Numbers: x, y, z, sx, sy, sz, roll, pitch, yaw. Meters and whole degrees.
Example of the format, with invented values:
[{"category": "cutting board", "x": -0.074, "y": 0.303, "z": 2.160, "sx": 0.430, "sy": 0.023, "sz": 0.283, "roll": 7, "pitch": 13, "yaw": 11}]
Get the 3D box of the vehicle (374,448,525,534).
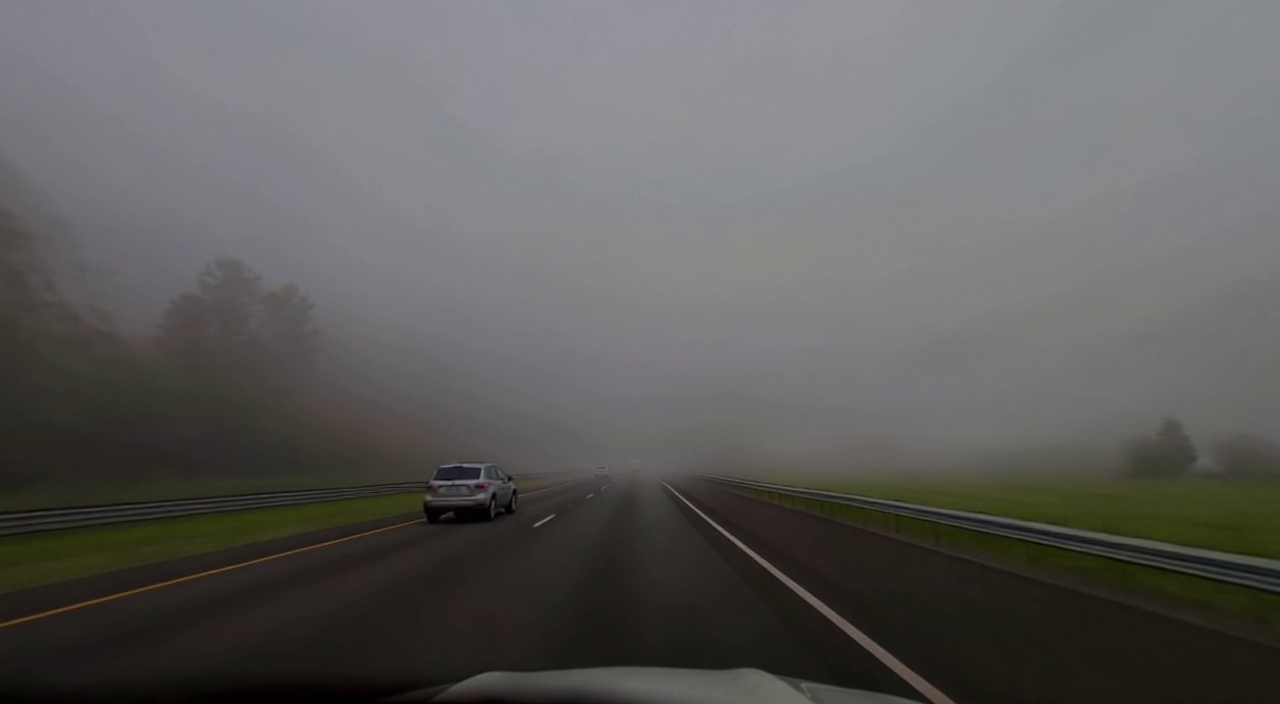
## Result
[{"category": "vehicle", "x": -4.087, "y": 3.095, "z": 14.501, "sx": 1.928, "sy": 1.593, "sz": 4.871, "roll": 1, "pitch": -10, "yaw": 0}]
